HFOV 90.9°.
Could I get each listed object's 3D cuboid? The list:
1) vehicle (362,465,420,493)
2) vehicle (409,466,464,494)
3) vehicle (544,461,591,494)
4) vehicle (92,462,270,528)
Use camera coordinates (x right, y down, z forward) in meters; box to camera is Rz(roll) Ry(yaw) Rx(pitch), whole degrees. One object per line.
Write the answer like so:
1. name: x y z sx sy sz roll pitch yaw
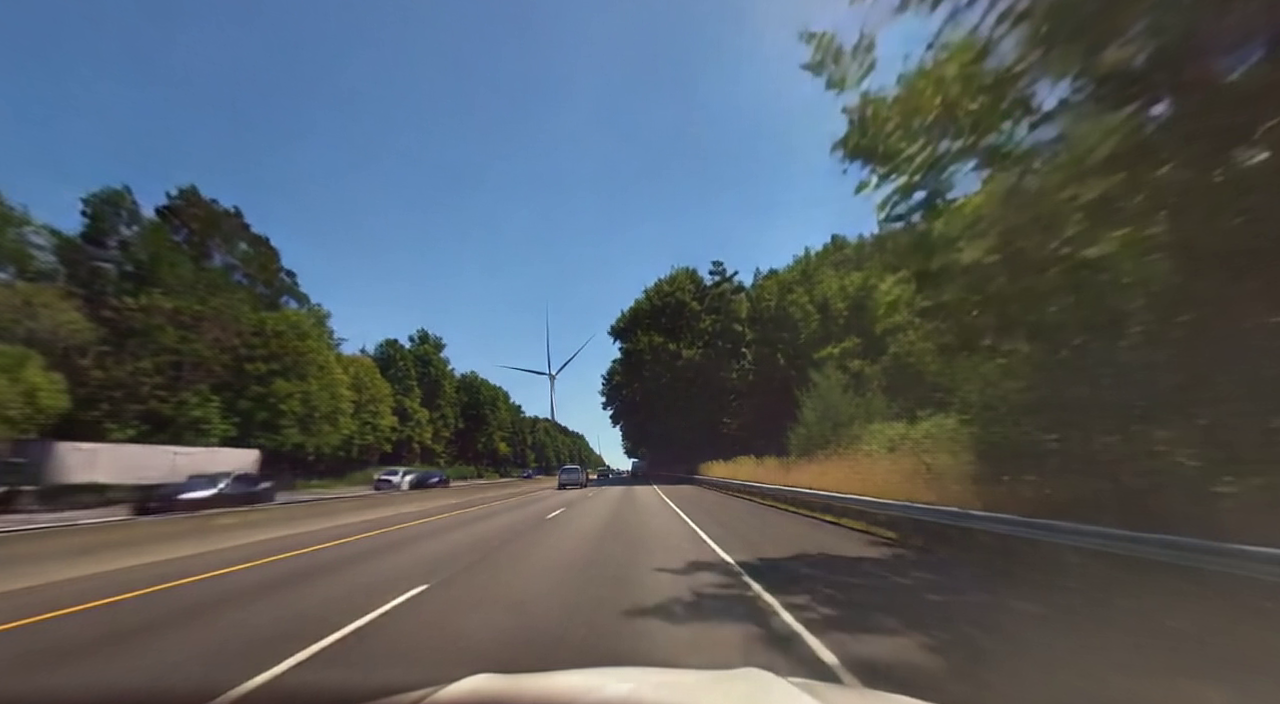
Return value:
1. vehicle: -16.866 8.654 43.003 2.030 1.723 4.670 1 -11 0
2. vehicle: -12.656 7.991 39.511 1.945 1.614 4.213 1 -11 1
3. vehicle: -4.059 7.146 36.086 2.124 1.705 4.440 1 -11 1
4. vehicle: -12.590 3.928 17.692 1.844 1.561 4.103 1 -11 0
